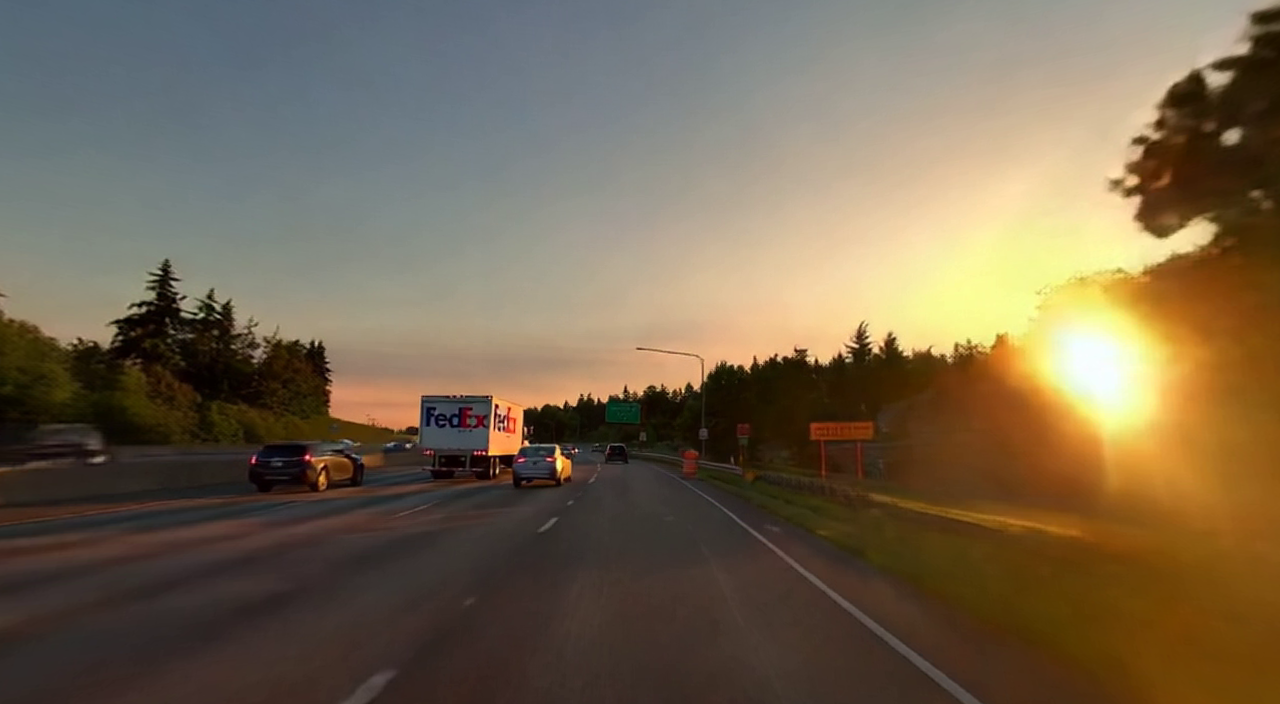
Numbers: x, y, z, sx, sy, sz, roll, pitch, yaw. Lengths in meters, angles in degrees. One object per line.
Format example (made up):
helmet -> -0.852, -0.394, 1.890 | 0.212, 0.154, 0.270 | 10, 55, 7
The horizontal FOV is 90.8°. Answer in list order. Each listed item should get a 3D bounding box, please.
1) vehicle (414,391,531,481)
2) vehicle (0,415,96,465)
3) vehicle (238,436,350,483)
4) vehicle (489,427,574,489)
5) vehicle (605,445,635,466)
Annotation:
vehicle -> -6.823, 3.710, 27.343 | 2.870, 3.266, 8.589 | 0, -9, -1
vehicle -> -26.712, 3.766, 26.785 | 2.229, 1.969, 5.765 | 0, -9, -2
vehicle -> -13.604, 4.256, 25.213 | 2.018, 1.668, 4.409 | 0, -9, -1
vehicle -> -3.602, 3.640, 21.946 | 2.170, 1.886, 4.628 | 0, -9, -1
vehicle -> -1.510, 7.603, 46.647 | 2.043, 1.489, 3.839 | 1, -9, -4
